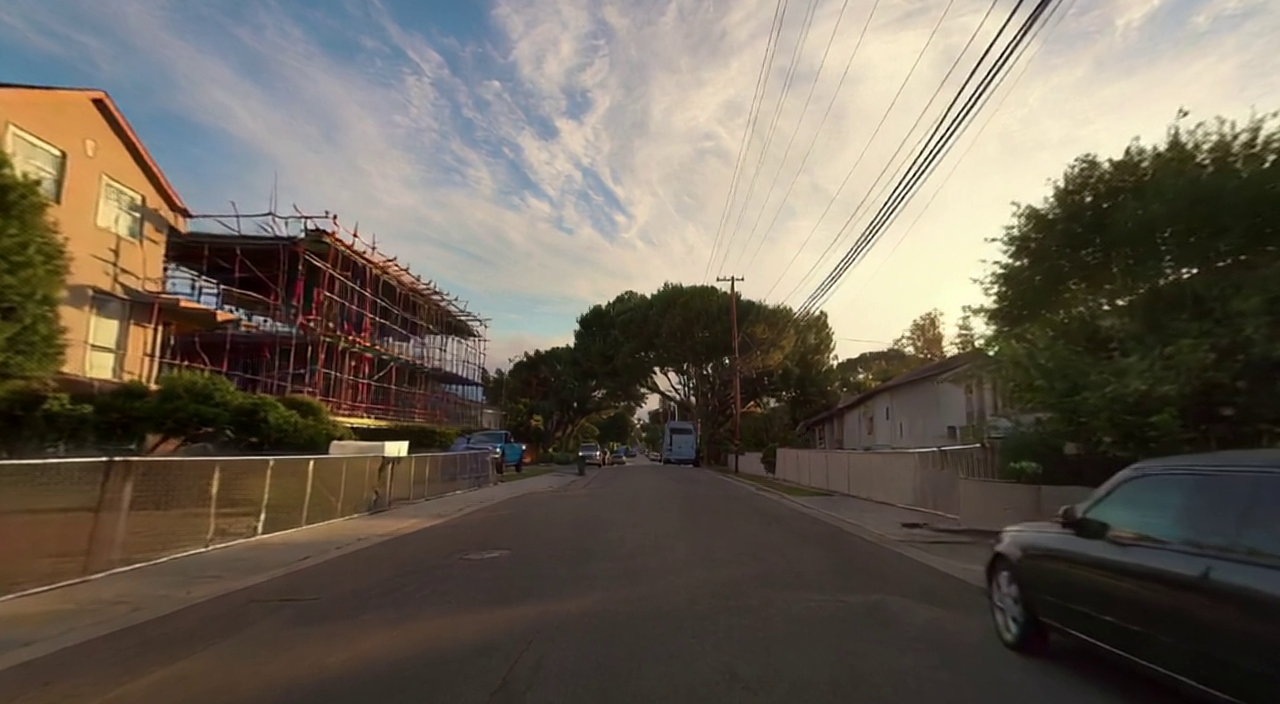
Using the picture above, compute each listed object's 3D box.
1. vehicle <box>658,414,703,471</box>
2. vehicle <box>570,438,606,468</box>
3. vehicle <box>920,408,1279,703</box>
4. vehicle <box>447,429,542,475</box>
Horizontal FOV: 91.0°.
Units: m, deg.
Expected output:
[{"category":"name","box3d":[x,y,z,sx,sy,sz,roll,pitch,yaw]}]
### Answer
[{"category":"vehicle","box3d":[3.152,7.129,49.490,2.915,3.793,9.963,4,-8,4]},{"category":"vehicle","box3d":[-3.966,7.767,48.828,2.171,1.910,4.789,-2,-4,3]},{"category":"vehicle","box3d":[3.407,1.127,3.252,1.938,1.557,4.125,0,-9,-1]},{"category":"vehicle","box3d":[-6.467,4.562,28.913,2.238,1.895,5.648,-2,-9,9]}]
